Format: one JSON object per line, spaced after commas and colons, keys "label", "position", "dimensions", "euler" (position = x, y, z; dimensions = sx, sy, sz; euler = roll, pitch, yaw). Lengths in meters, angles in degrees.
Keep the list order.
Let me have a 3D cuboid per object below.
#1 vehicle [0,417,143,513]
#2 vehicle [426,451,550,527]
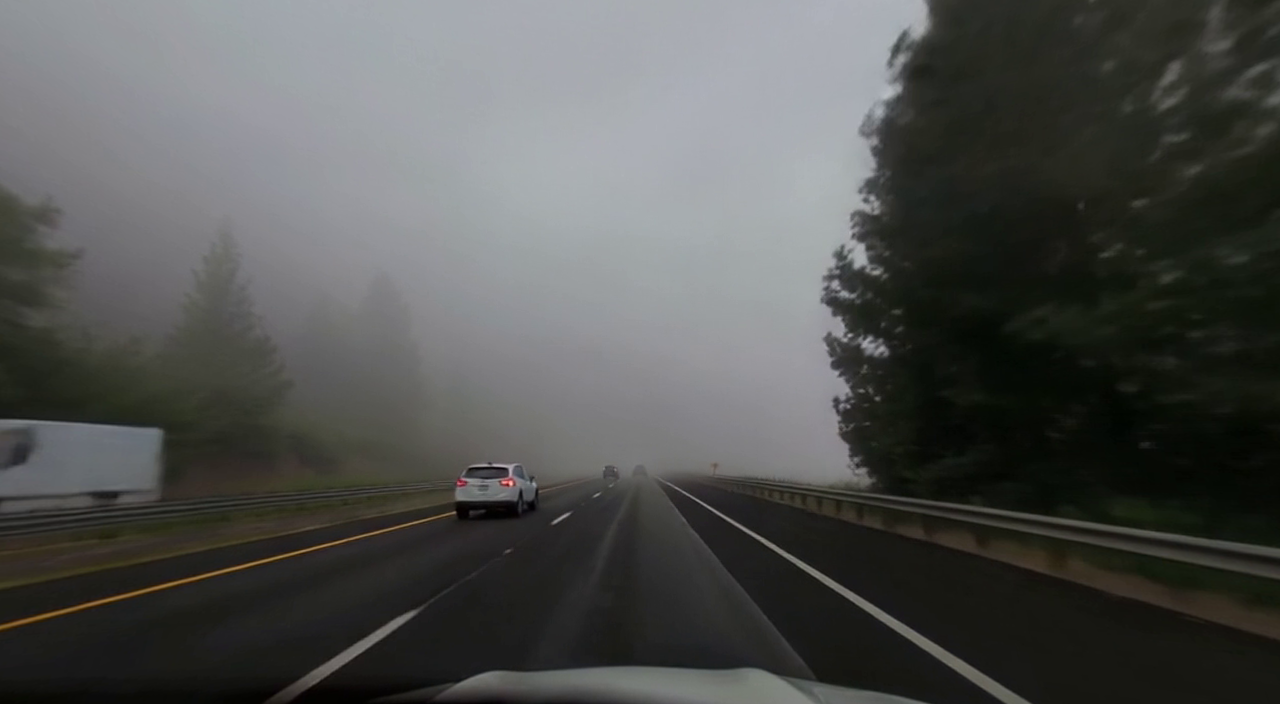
{"label": "vehicle", "position": [-17.455, 3.083, 17.233], "dimensions": [2.279, 2.404, 6.482], "euler": [1, -10, 0]}
{"label": "vehicle", "position": [-3.492, 3.264, 15.361], "dimensions": [1.900, 1.550, 4.146], "euler": [1, -10, 1]}
